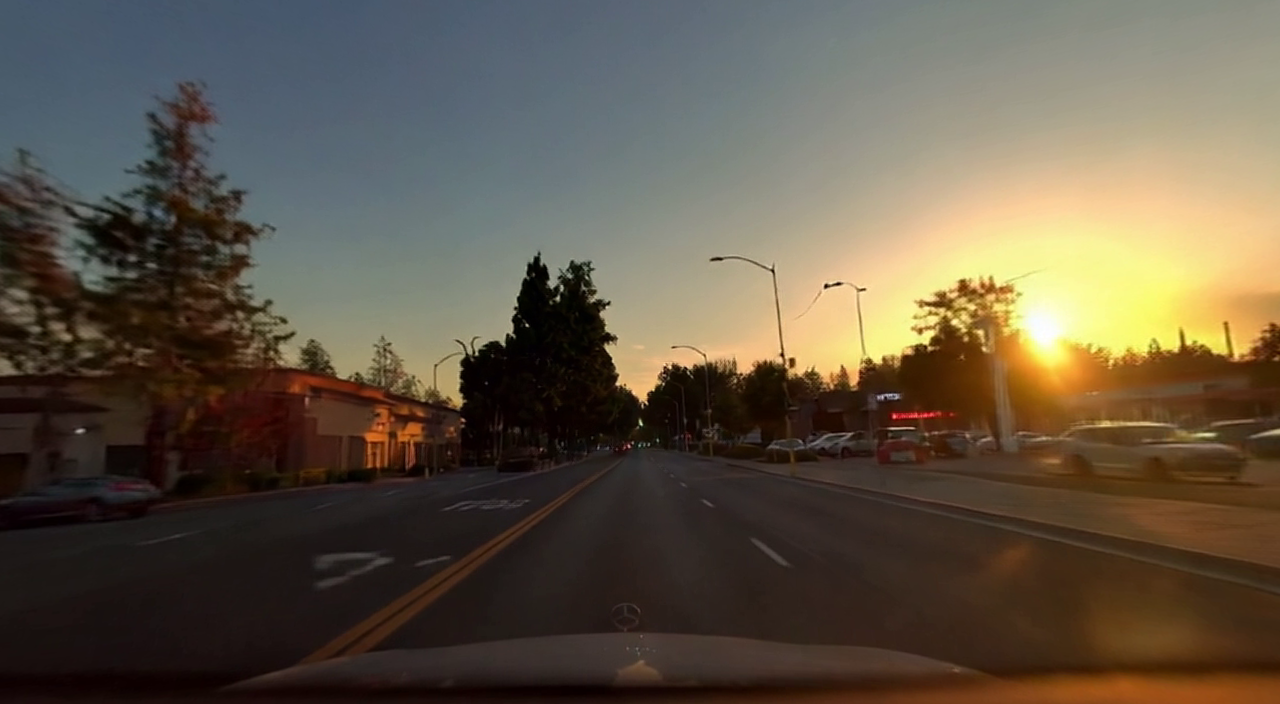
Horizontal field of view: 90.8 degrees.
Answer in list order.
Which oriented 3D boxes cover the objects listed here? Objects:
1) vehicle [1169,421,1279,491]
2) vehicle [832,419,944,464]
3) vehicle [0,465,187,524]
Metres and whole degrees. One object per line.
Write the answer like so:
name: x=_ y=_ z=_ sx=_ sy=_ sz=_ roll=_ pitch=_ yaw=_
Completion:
vehicle: x=15.762 y=2.472 z=15.175 sx=4.212 sy=1.537 sz=2.044 roll=0 pitch=-8 yaw=0
vehicle: x=15.356 y=5.580 z=39.370 sx=5.797 sy=2.052 sz=2.329 roll=-6 pitch=-8 yaw=-1
vehicle: x=-16.828 y=4.229 z=18.976 sx=4.752 sy=1.523 sz=2.123 roll=0 pitch=-8 yaw=-2
